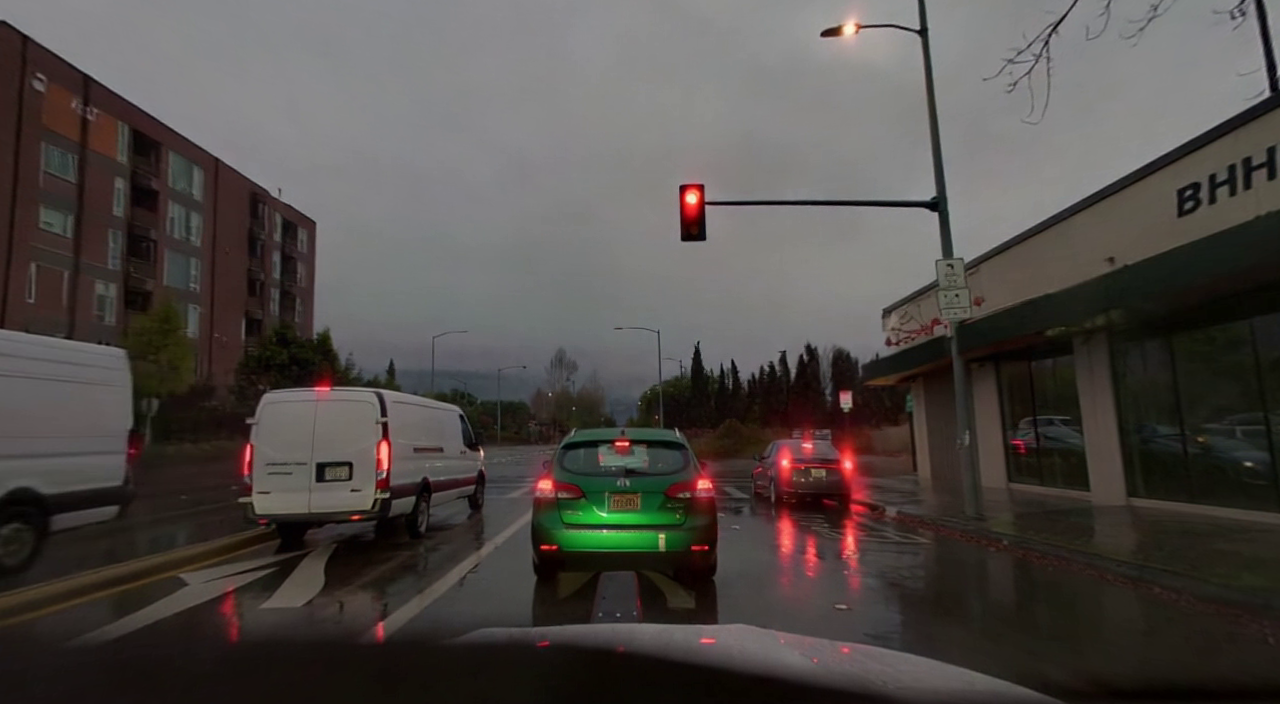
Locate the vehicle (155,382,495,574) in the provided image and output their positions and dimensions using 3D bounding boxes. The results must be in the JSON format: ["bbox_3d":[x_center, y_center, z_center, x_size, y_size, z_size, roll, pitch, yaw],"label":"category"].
[{"bbox_3d":[-3.582,1.532,8.586,2.076,1.820,5.100,0,-8,-1],"label":"vehicle"}]

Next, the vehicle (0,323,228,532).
[{"bbox_3d":[-10.751,0.927,7.798,2.973,3.009,12.605,0,-8,-1],"label":"vehicle"}]

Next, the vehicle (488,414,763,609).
[{"bbox_3d":[-0.114,1.467,6.770,2.064,1.452,3.942,0,-8,0],"label":"vehicle"}]
